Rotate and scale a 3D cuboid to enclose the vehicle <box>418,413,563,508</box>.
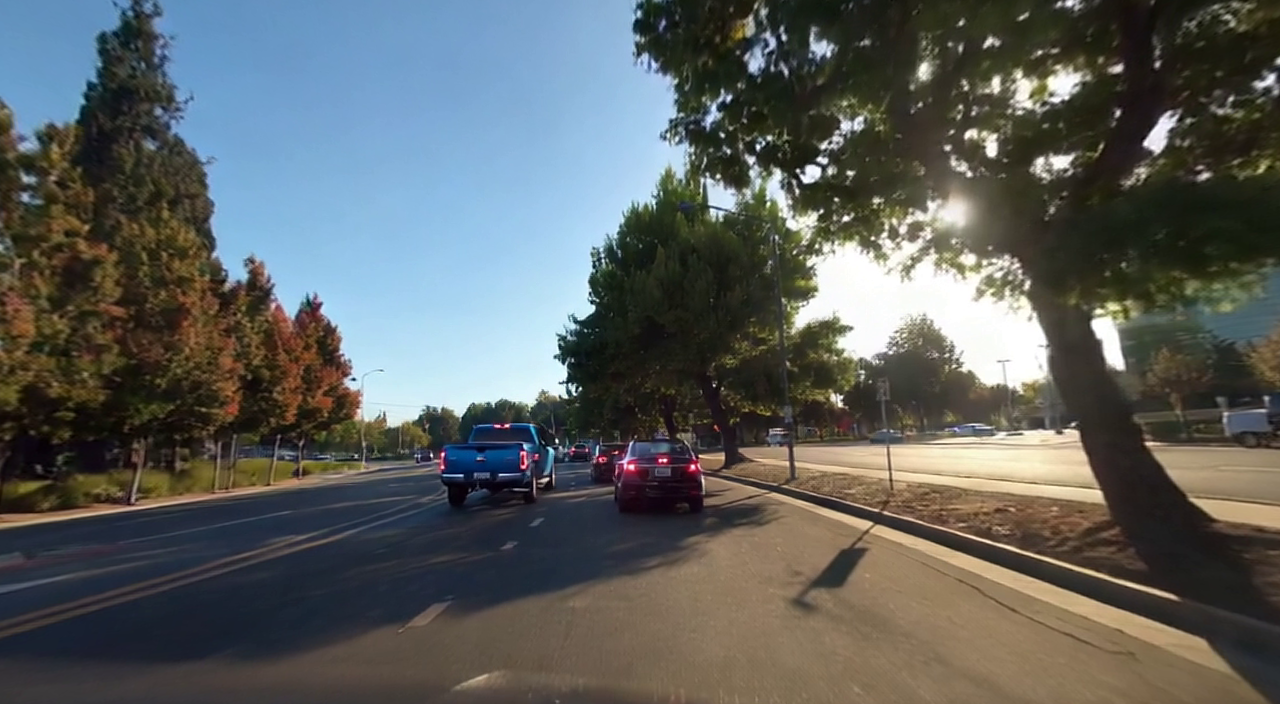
[{"bbox_3d":[-3.498,2.733,16.225,2.512,1.992,5.725,0,-9,-2],"label":"vehicle"}]

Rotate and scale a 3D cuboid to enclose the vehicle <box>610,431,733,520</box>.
[{"bbox_3d":[0.457,2.466,13.084,2.142,1.528,4.133,0,-9,-3],"label":"vehicle"}]
